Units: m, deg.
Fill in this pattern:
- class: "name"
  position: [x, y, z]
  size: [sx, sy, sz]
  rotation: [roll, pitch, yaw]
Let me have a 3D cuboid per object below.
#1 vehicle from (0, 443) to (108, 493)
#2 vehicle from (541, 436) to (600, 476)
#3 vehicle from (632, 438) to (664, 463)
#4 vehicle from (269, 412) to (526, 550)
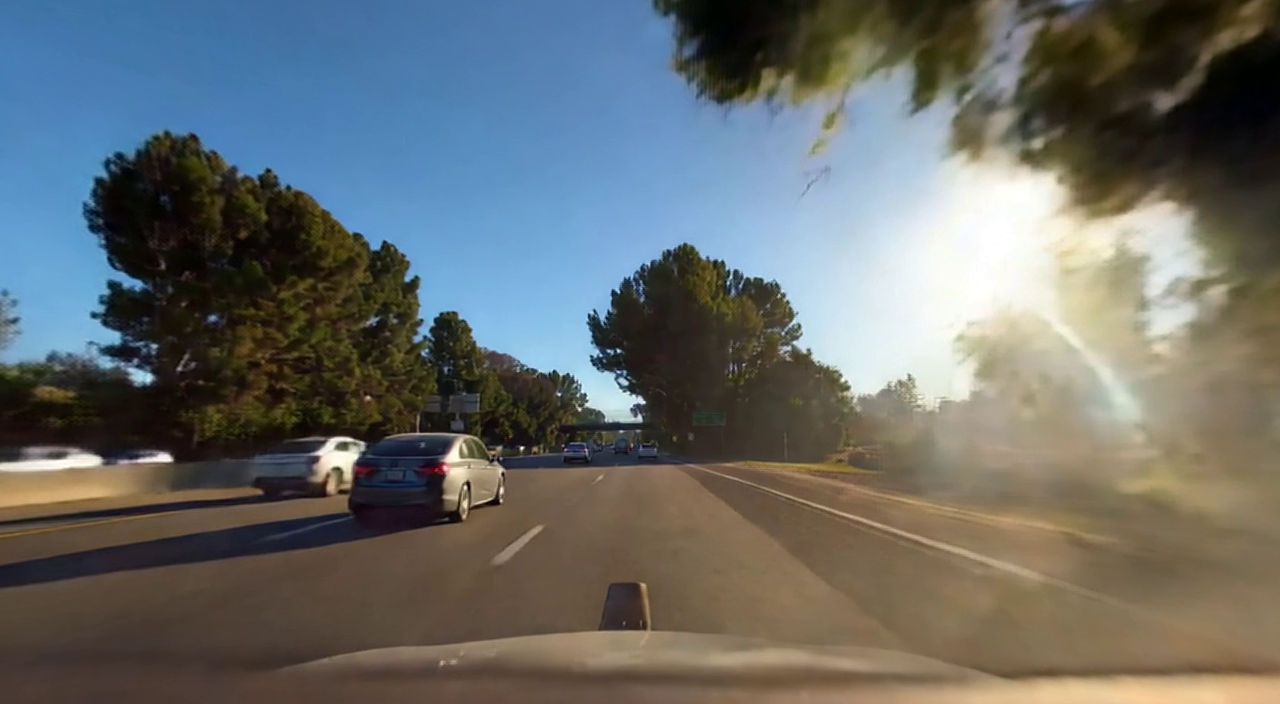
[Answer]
- class: "vehicle"
  position: [-21.030, 3.890, 21.313]
  size: [1.907, 1.566, 4.459]
  rotation: [0, -9, 1]
- class: "vehicle"
  position: [-3.027, 4.647, 28.270]
  size: [2.056, 1.679, 4.204]
  rotation: [0, -9, 1]
- class: "vehicle"
  position: [0.607, 7.441, 47.400]
  size: [2.285, 1.797, 4.478]
  rotation: [0, -9, 0]
- class: "vehicle"
  position: [-3.437, 1.956, 10.293]
  size: [2.040, 1.672, 5.122]
  rotation: [0, -8, 2]
